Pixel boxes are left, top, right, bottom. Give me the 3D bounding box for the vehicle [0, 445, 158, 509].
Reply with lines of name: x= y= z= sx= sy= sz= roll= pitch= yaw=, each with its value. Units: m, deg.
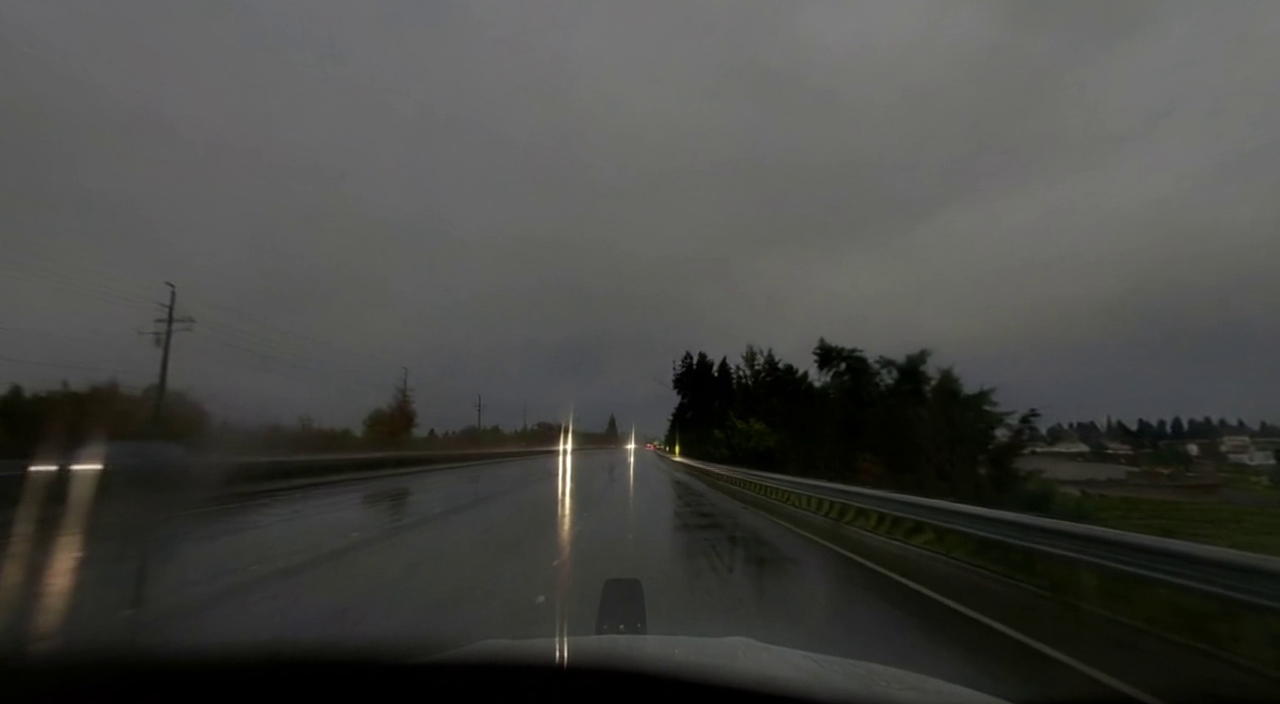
vehicle: x=-15.721 y=3.297 z=17.102 sx=1.912 sy=1.509 sz=4.292 roll=0 pitch=-9 yaw=-1
